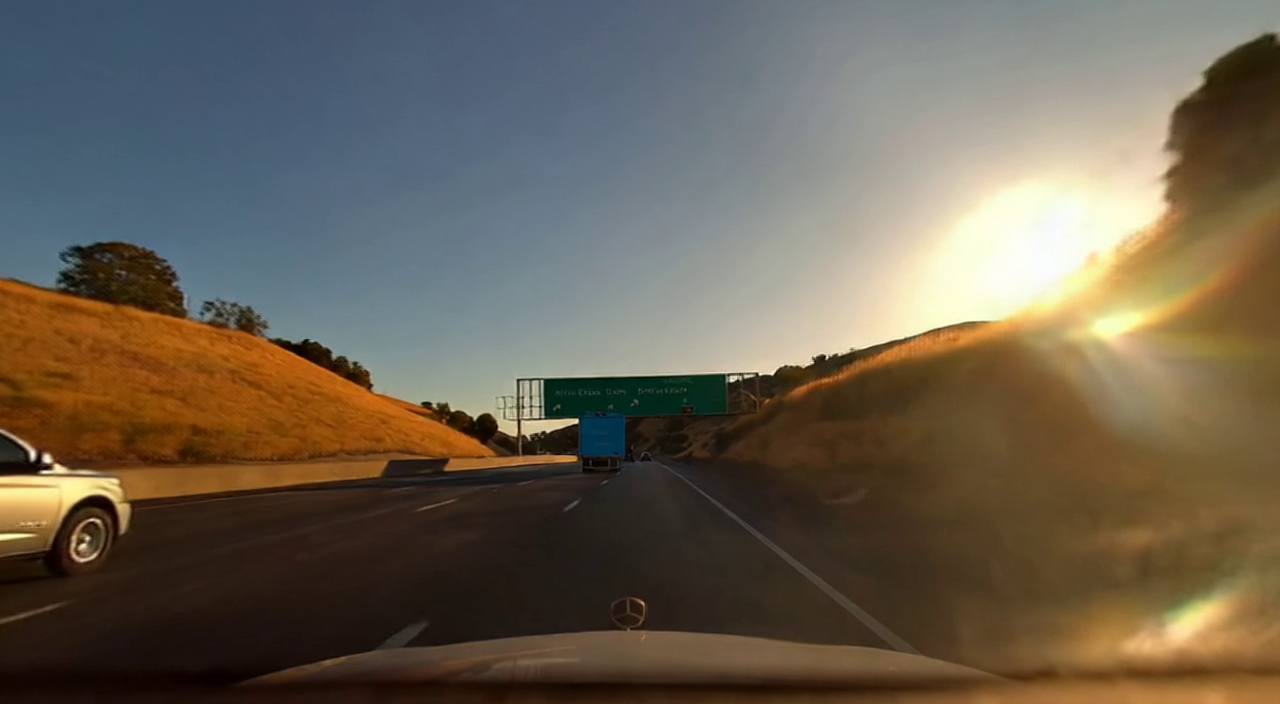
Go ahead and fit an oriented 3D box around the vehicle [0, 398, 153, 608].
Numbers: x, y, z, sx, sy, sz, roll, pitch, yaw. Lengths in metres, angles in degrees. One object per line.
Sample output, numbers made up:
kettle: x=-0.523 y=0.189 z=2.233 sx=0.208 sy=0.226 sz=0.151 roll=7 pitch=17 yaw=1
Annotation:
vehicle: x=-6.834 y=1.209 z=4.684 sx=2.175 sy=1.860 sz=5.236 roll=0 pitch=-8 yaw=1
